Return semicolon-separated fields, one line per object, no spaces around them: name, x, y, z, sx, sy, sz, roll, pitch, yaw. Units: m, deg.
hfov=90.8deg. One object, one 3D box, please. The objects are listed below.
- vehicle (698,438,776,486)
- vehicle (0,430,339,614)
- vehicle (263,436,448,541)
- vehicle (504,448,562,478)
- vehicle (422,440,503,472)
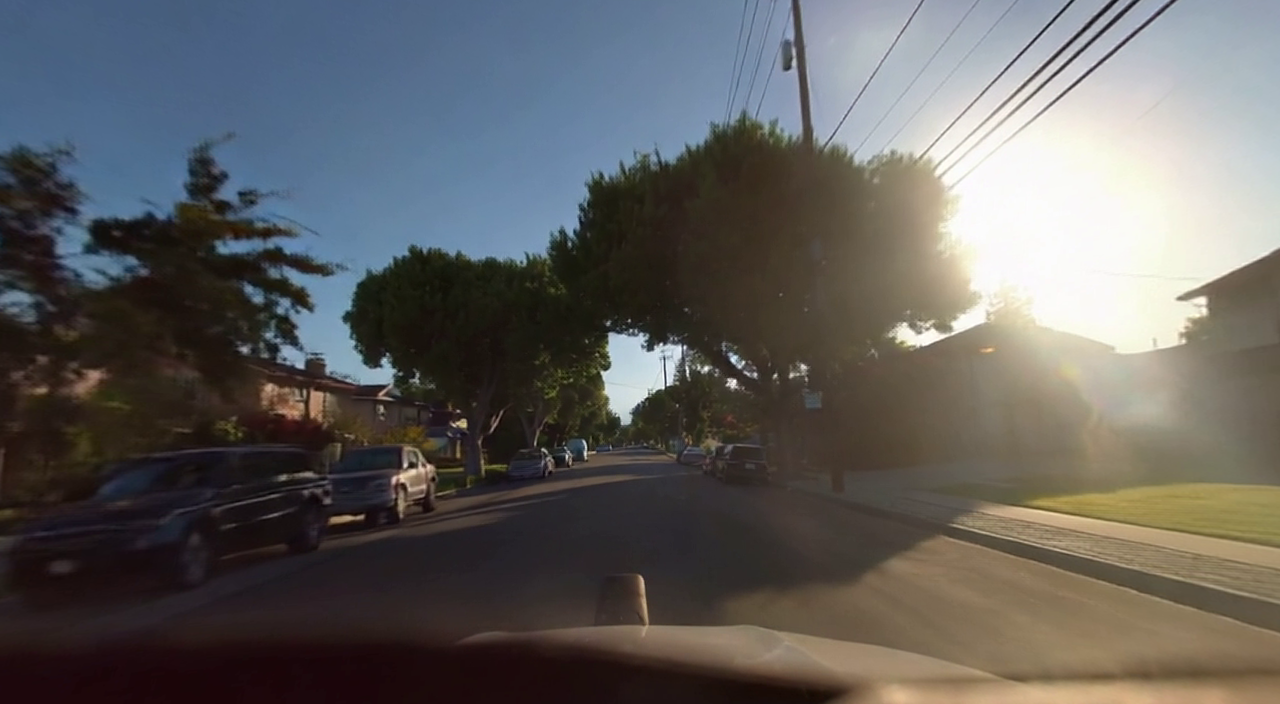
vehicle;3.665;4.236;24.710;2.247;1.618;4.655;2;-8;-1
vehicle;-5.929;1.997;8.288;2.035;1.736;3.955;-2;-9;0
vehicle;-5.861;2.831;13.727;1.989;1.756;4.378;-4;-9;0
vehicle;-5.786;6.076;34.699;2.199;1.439;4.757;-2;-10;2
vehicle;-12.751;7.523;45.673;5.096;2.213;2.354;1;-10;-3
